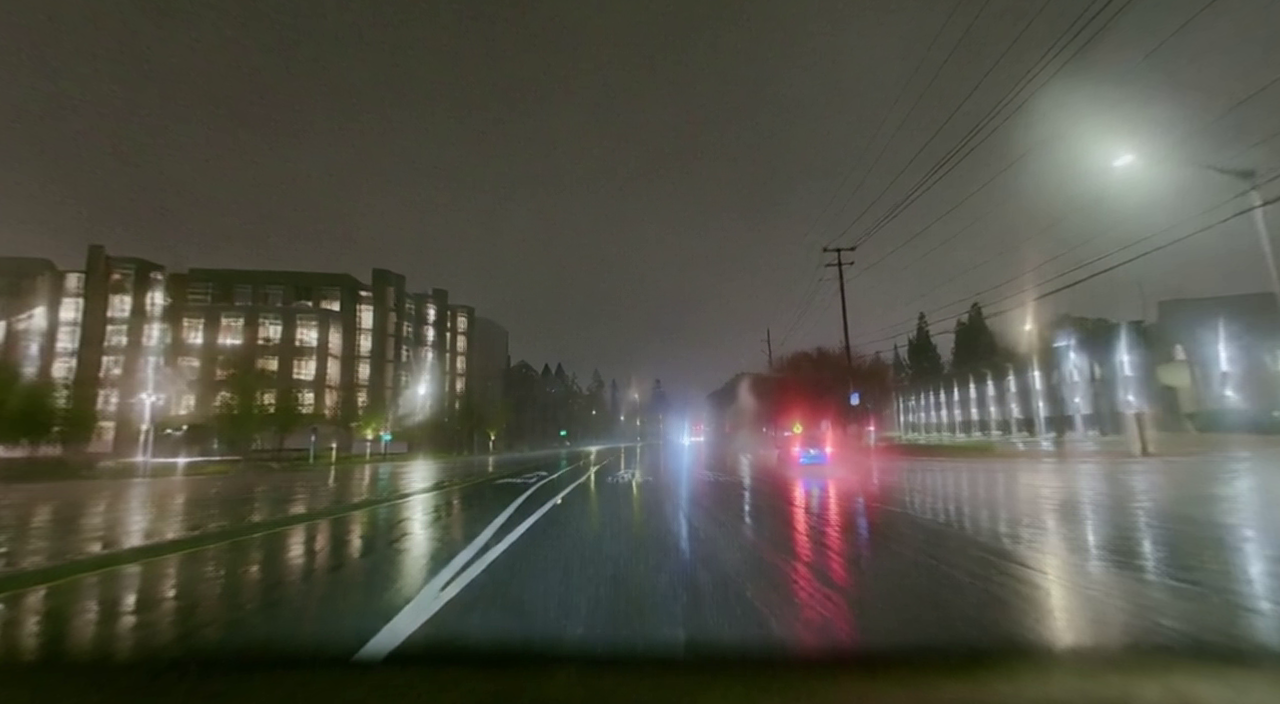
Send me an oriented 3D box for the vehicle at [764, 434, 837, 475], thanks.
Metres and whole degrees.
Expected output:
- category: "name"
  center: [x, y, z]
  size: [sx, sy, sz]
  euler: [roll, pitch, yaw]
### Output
- category: "vehicle"
  center: [6.247, 4.029, 24.959]
  size: [1.908, 1.476, 3.880]
  euler: [0, -9, 1]
